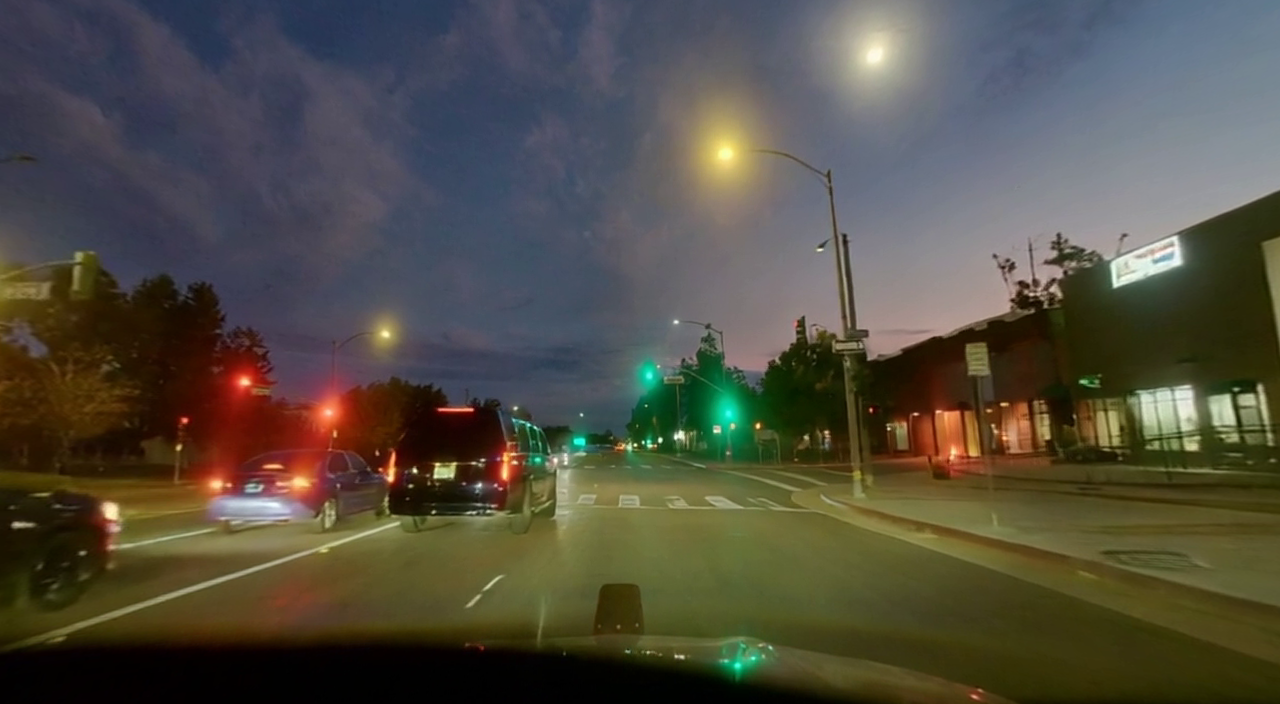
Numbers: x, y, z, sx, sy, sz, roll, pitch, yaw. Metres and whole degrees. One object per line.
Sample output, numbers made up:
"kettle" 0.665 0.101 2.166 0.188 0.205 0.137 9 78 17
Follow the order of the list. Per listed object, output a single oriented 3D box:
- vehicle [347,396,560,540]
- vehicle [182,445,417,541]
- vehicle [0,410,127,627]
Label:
"vehicle" -3.138 2.144 12.293 2.496 2.155 5.468 0 -8 0
"vehicle" -6.029 2.494 11.980 1.982 1.452 4.463 0 -8 0
"vehicle" -6.028 1.110 3.682 2.228 1.652 4.593 0 -8 -1
